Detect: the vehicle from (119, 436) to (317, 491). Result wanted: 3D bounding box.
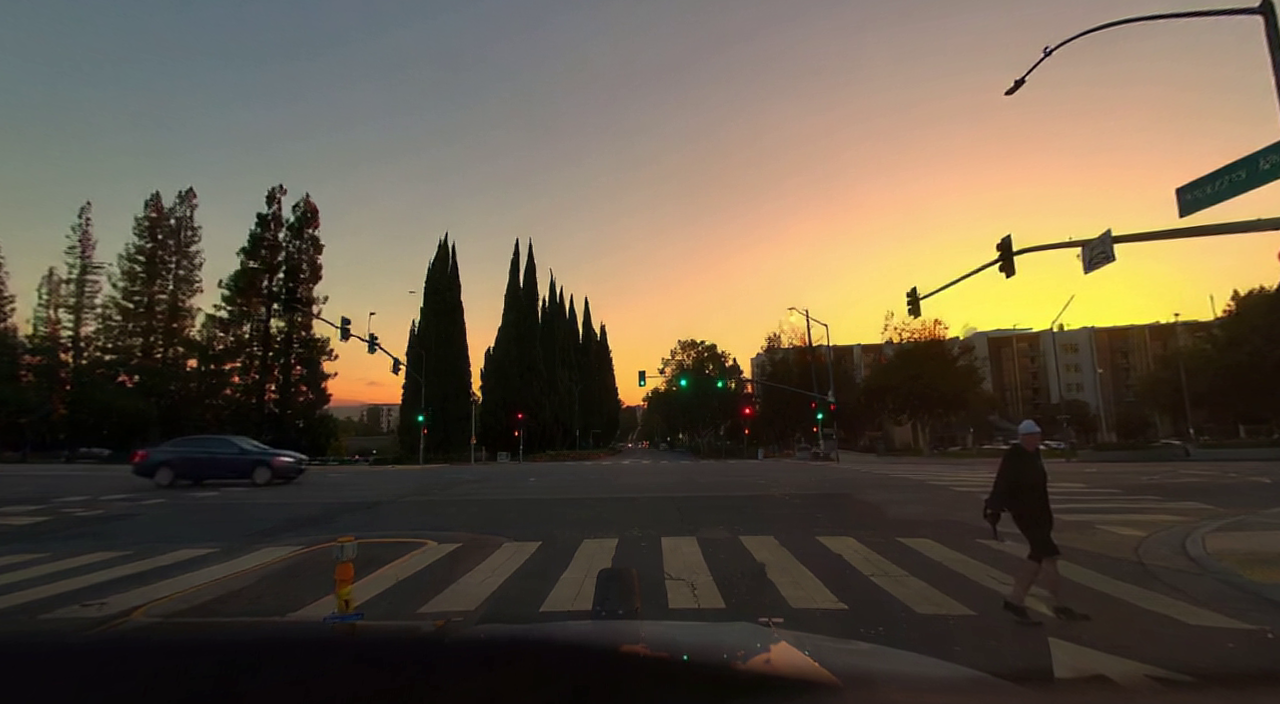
[{"bbox_3d":[-12.382,3.283,18.770,4.502,1.512,1.917,0,-9,0],"label":"vehicle"}]
